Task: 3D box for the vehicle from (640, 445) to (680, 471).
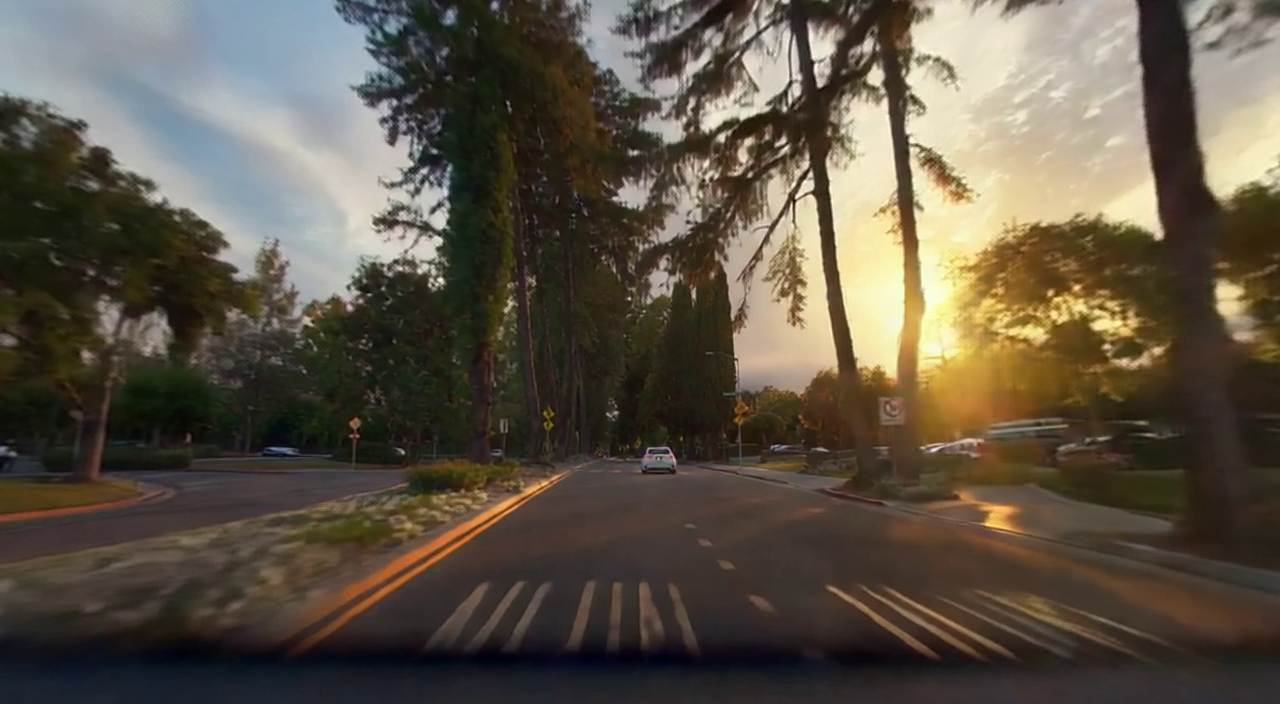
[{"bbox_3d":[1.193,6.589,39.303,2.142,1.501,4.273,1,-9,-3],"label":"vehicle"}]
